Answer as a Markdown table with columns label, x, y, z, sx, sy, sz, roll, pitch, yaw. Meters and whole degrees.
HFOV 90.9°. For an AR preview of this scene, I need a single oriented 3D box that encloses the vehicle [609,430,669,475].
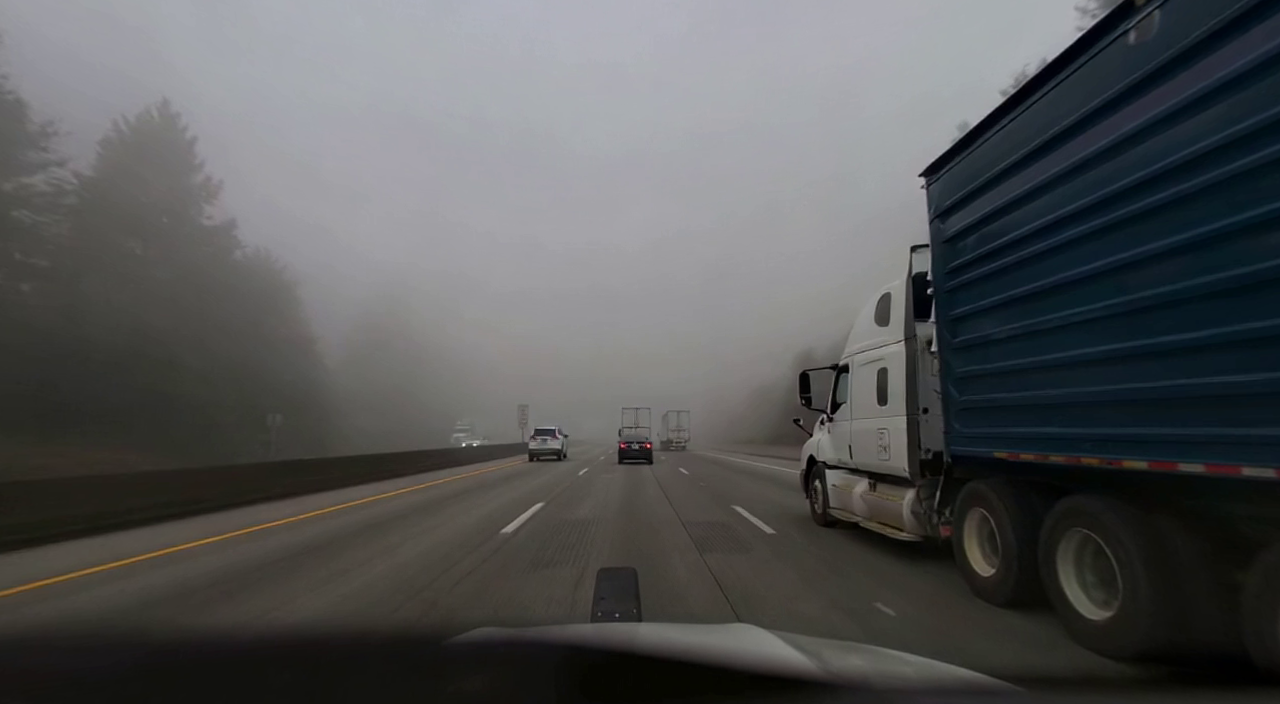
| label | x | y | z | sx | sy | sz | roll | pitch | yaw |
| --- | --- | --- | --- | --- | --- | --- | --- | --- | --- |
| vehicle | -0.054 | 3.764 | 23.852 | 2.059 | 1.522 | 3.693 | 0 | -8 | -1 |

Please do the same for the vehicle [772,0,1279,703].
| label | x | y | z | sx | sy | sz | roll | pitch | yaw |
| --- | --- | --- | --- | --- | --- | --- | --- | --- | --- |
| vehicle | 3.600 | 0.358 | 5.992 | 2.783 | 3.483 | 7.836 | 0 | -8 | -1 |

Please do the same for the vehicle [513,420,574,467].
| label | x | y | z | sx | sy | sz | roll | pitch | yaw |
| --- | --- | --- | --- | --- | --- | --- | --- | --- | --- |
| vehicle | -4.294 | 4.145 | 28.763 | 2.013 | 1.961 | 4.692 | 0 | -8 | 0 |
